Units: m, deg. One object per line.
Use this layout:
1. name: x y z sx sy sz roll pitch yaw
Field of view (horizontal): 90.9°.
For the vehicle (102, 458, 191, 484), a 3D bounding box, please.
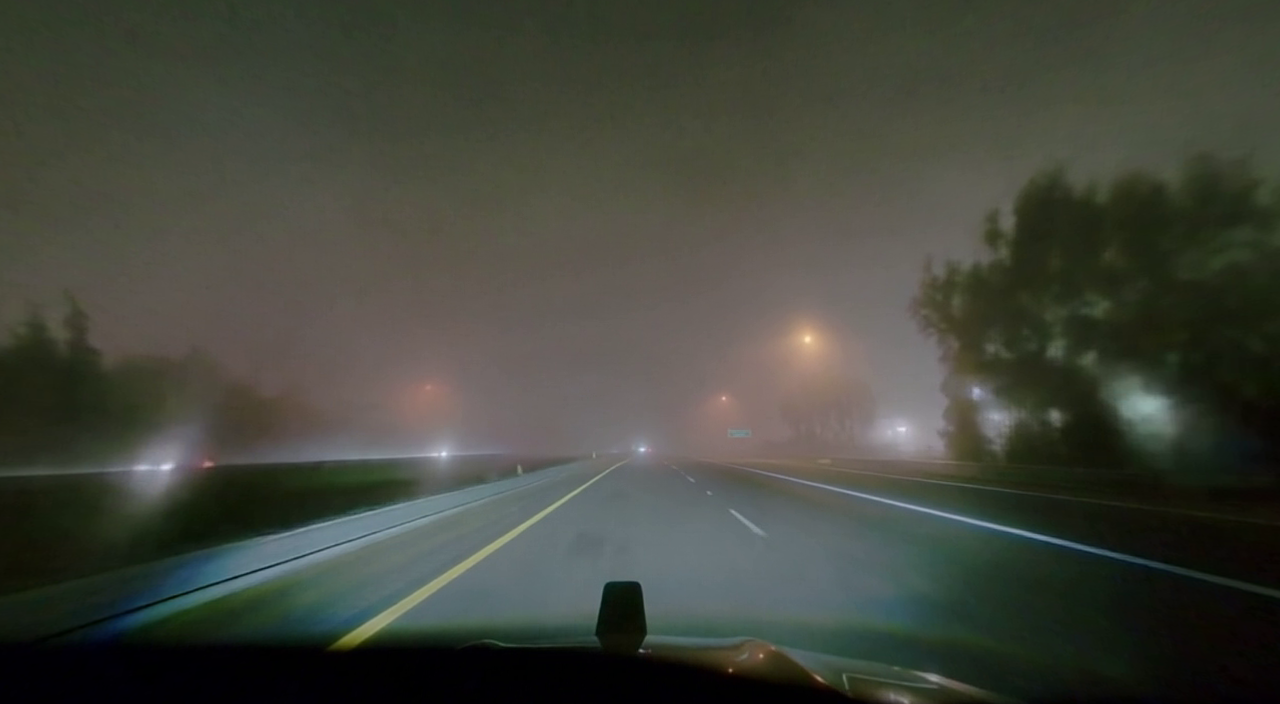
1. vehicle: -32.268 7.802 41.426 1.979 1.481 4.699 0 -8 1
